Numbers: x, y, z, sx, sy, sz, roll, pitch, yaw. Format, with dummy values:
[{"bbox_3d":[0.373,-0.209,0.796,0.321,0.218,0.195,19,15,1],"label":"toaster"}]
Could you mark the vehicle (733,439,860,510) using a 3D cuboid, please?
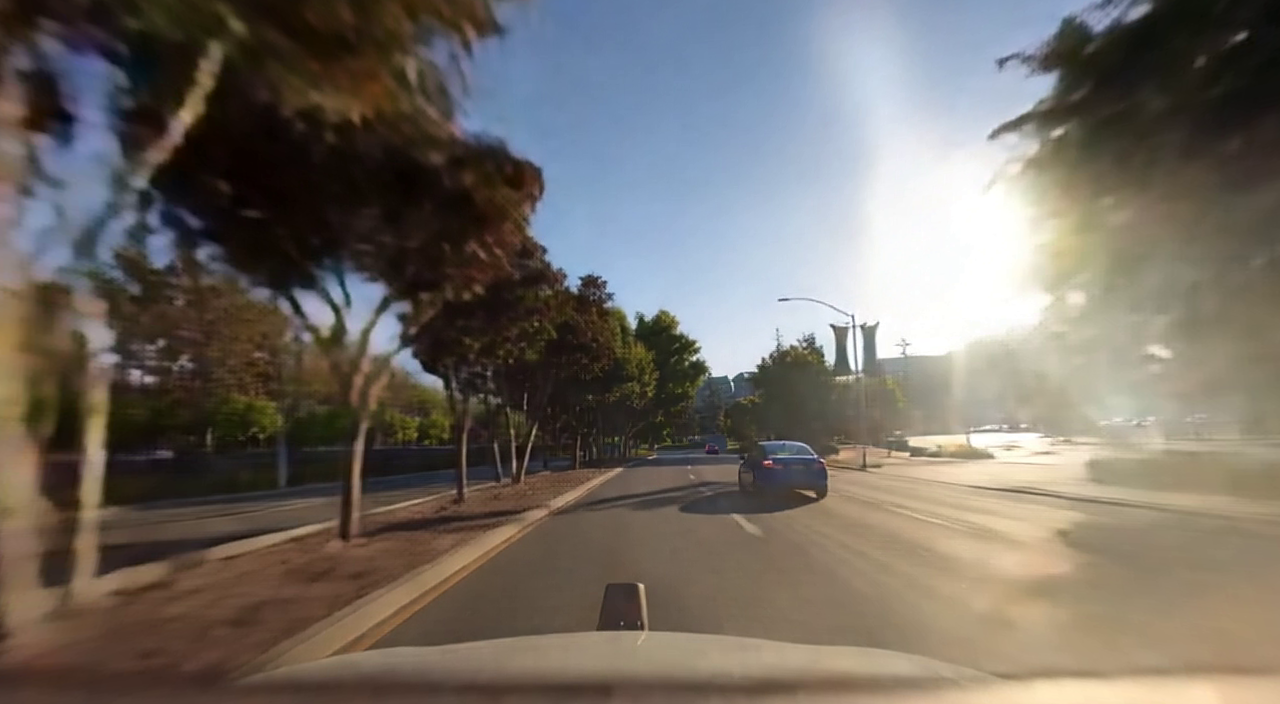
[{"bbox_3d":[3.635,2.924,15.606,1.928,1.481,4.453,0,-9,-1],"label":"vehicle"}]
